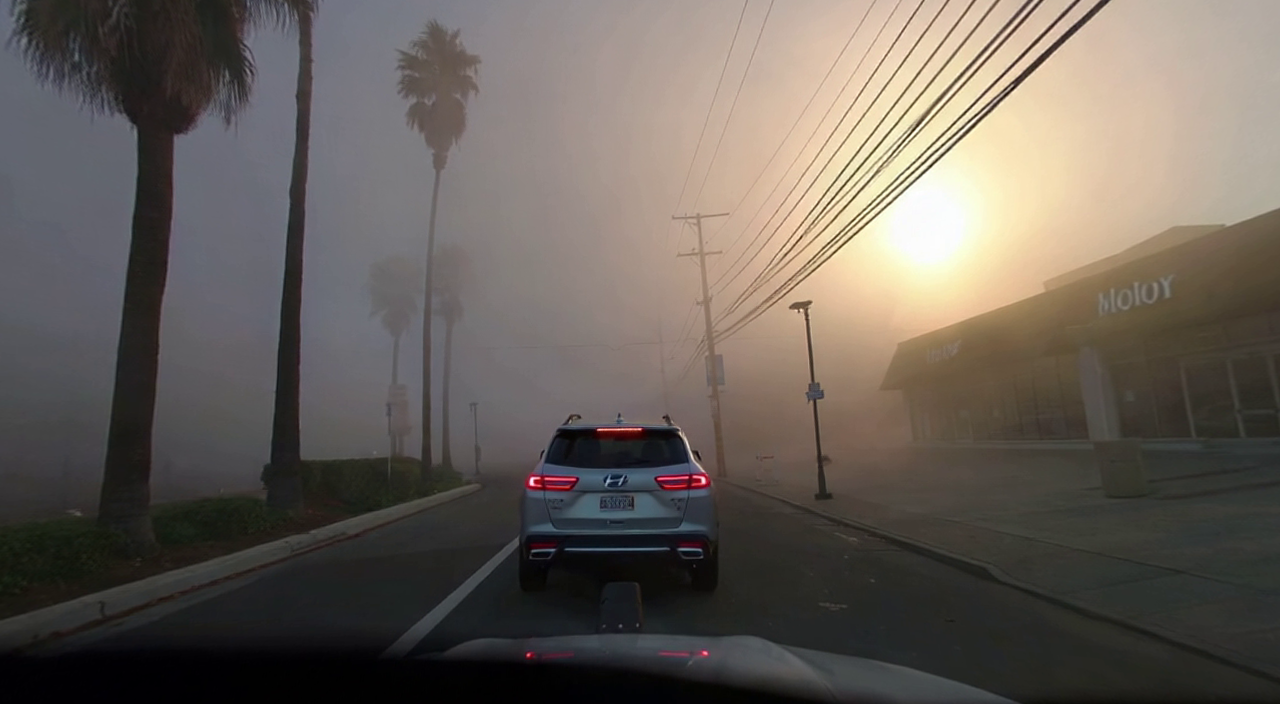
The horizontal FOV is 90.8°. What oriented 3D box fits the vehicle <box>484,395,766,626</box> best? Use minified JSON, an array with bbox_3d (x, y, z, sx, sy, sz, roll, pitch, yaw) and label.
[{"bbox_3d":[-0.194,1.457,6.689,2.105,1.702,3.750,0,-8,-3],"label":"vehicle"}]
